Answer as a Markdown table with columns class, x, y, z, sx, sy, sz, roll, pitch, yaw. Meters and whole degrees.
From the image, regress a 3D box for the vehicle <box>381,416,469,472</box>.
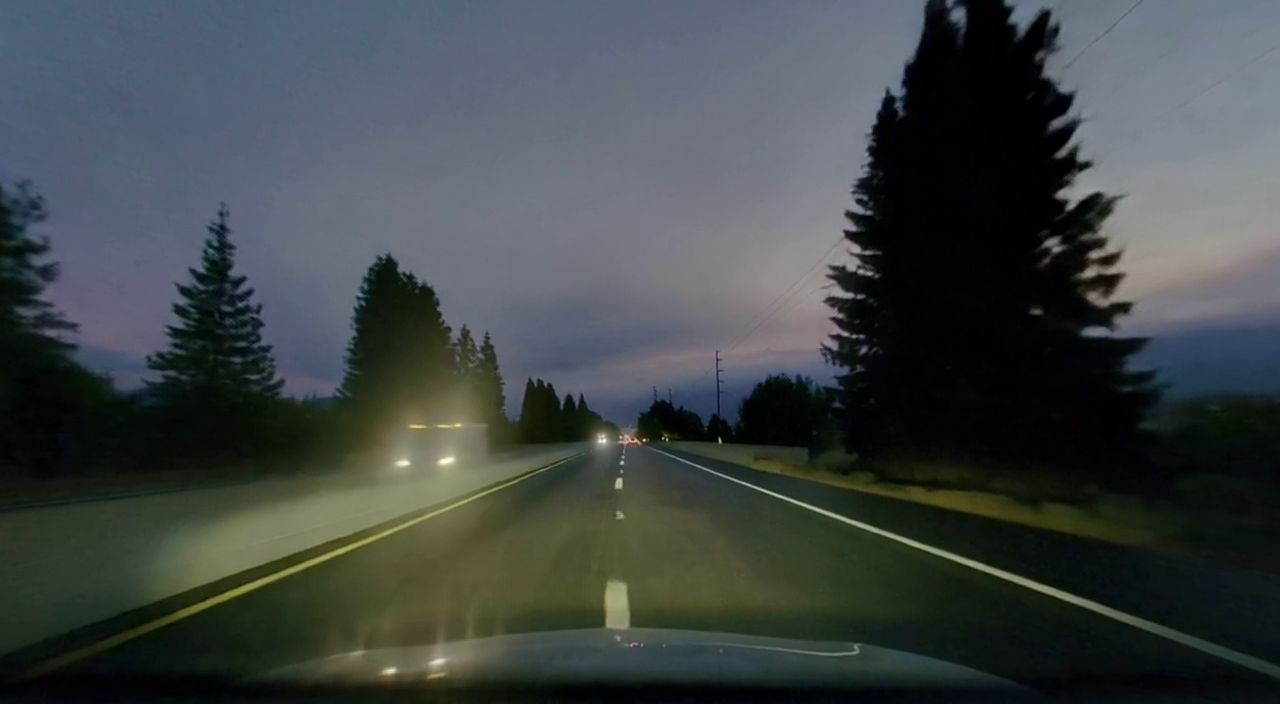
| class | x | y | z | sx | sy | sz | roll | pitch | yaw |
| --- | --- | --- | --- | --- | --- | --- | --- | --- | --- |
| vehicle | -9.875 | 4.294 | 29.459 | 2.249 | 2.323 | 5.638 | 0 | -8 | -2 |
